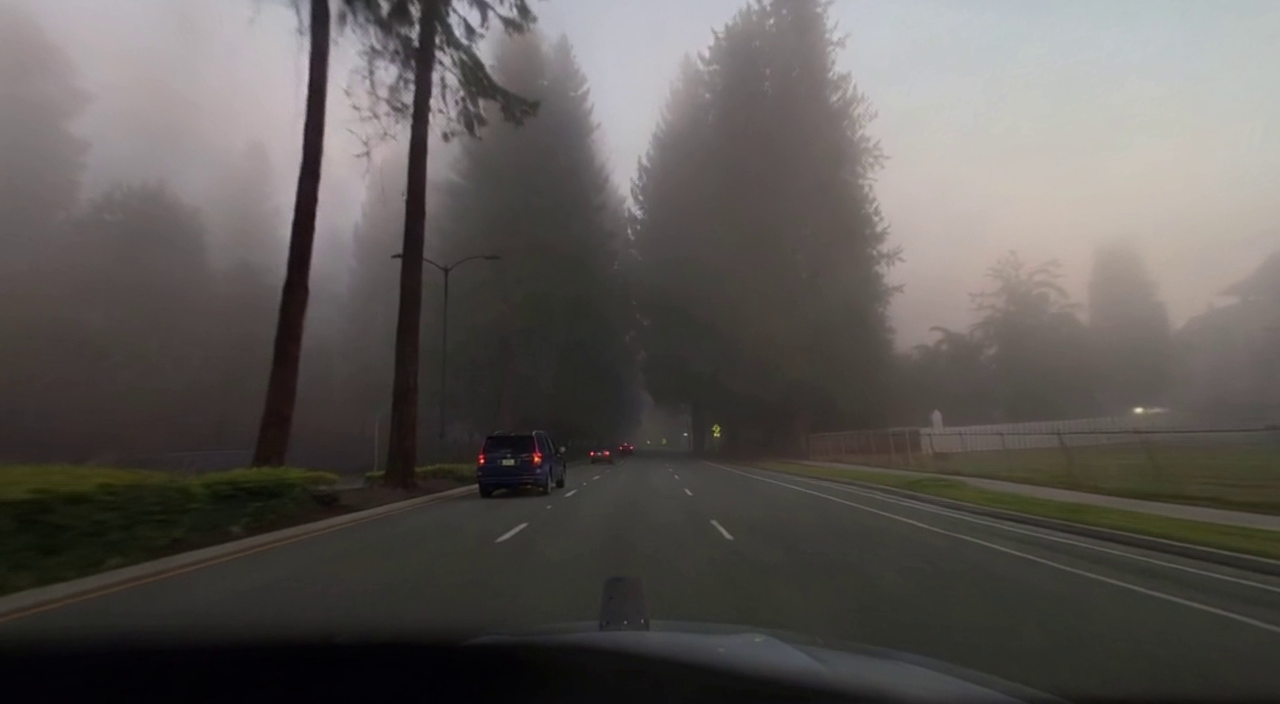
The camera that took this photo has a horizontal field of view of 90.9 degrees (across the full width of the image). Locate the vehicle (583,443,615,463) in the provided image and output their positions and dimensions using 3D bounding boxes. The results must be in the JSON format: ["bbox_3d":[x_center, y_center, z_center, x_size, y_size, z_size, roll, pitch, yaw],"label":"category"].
[{"bbox_3d":[-3.030,7.610,47.614,2.021,1.466,4.330,0,-8,1],"label":"vehicle"}]

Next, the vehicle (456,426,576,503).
[{"bbox_3d":[-2.987,2.845,16.333,2.058,1.671,4.704,0,-8,1],"label":"vehicle"}]
